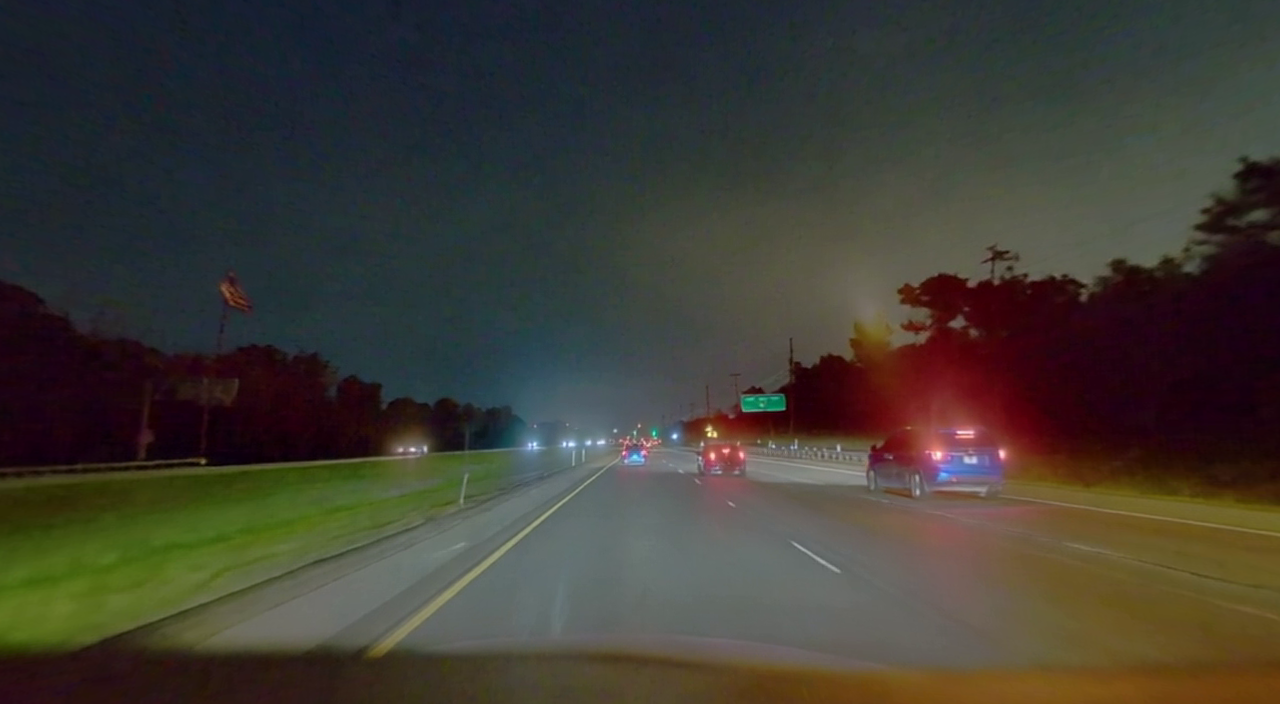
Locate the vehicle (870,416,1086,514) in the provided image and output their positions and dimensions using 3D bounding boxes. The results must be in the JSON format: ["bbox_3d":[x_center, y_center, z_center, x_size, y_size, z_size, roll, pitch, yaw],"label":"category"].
[{"bbox_3d":[7.174,2.447,14.196,2.114,1.800,4.779,0,-8,-1],"label":"vehicle"}]

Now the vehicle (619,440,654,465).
[{"bbox_3d":[-0.229,6.264,39.401,2.085,1.449,3.860,0,-8,-1],"label":"vehicle"}]

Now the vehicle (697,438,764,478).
[{"bbox_3d":[3.594,4.289,25.801,1.978,1.488,4.252,0,-8,-2],"label":"vehicle"}]
